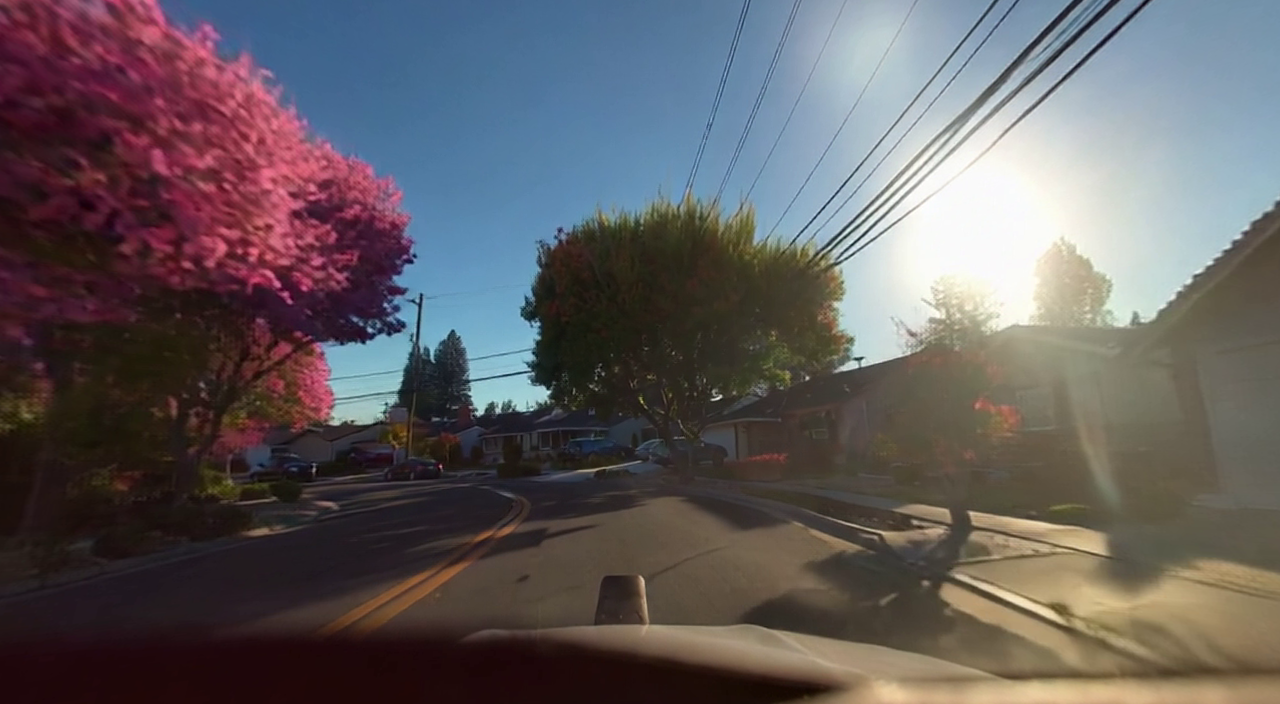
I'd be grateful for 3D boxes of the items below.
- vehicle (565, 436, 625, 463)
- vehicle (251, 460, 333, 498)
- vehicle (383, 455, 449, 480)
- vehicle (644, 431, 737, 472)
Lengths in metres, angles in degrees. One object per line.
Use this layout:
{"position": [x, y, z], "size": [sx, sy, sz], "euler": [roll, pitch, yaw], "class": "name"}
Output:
{"position": [-3.213, 7.059, 45.783], "size": [2.043, 1.819, 4.476], "euler": [-6, -10, 33], "class": "vehicle"}
{"position": [-17.232, 6.216, 31.257], "size": [3.897, 1.493, 1.942], "euler": [-4, -7, 34], "class": "vehicle"}
{"position": [-14.651, 7.510, 41.238], "size": [4.019, 1.484, 1.978], "euler": [-6, -10, 33], "class": "vehicle"}
{"position": [2.685, 5.239, 33.418], "size": [4.459, 1.738, 1.930], "euler": [-1, -8, -28], "class": "vehicle"}
